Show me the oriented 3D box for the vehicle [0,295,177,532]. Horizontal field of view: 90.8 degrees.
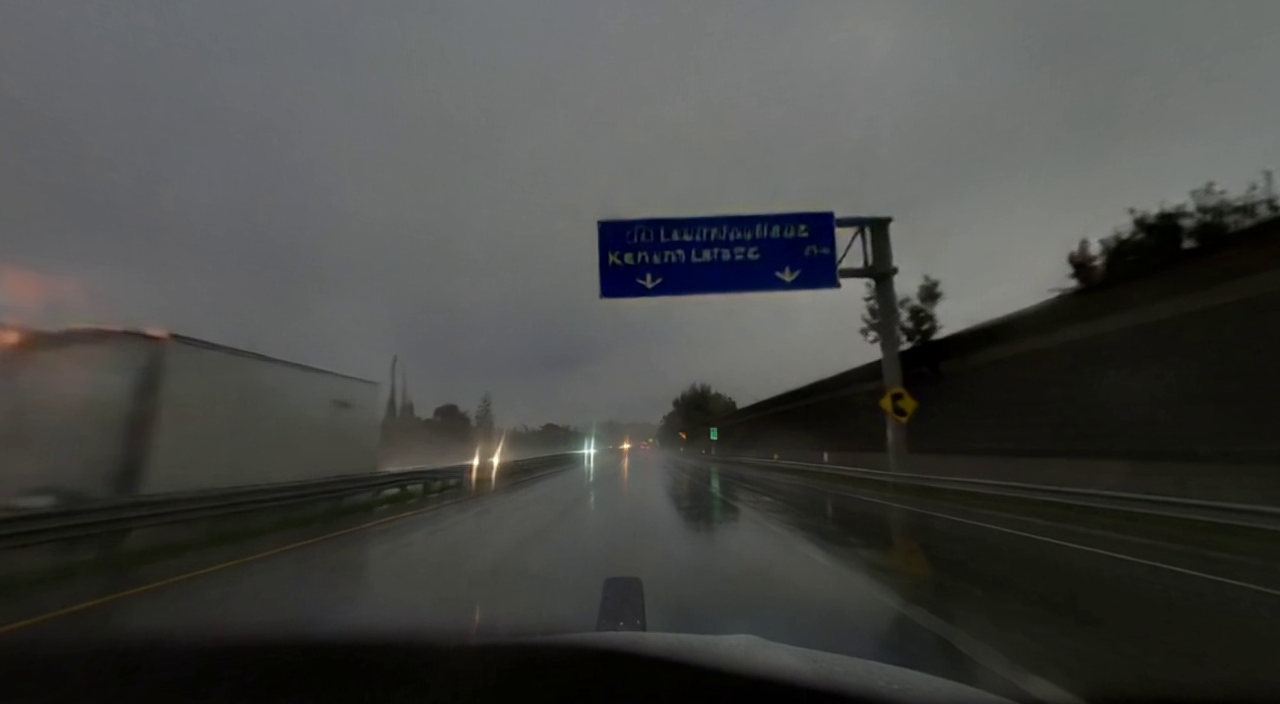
[{"bbox_3d":[-11.926,1.130,11.064,2.945,3.831,5.831,0,-9,0],"label":"vehicle"}]
